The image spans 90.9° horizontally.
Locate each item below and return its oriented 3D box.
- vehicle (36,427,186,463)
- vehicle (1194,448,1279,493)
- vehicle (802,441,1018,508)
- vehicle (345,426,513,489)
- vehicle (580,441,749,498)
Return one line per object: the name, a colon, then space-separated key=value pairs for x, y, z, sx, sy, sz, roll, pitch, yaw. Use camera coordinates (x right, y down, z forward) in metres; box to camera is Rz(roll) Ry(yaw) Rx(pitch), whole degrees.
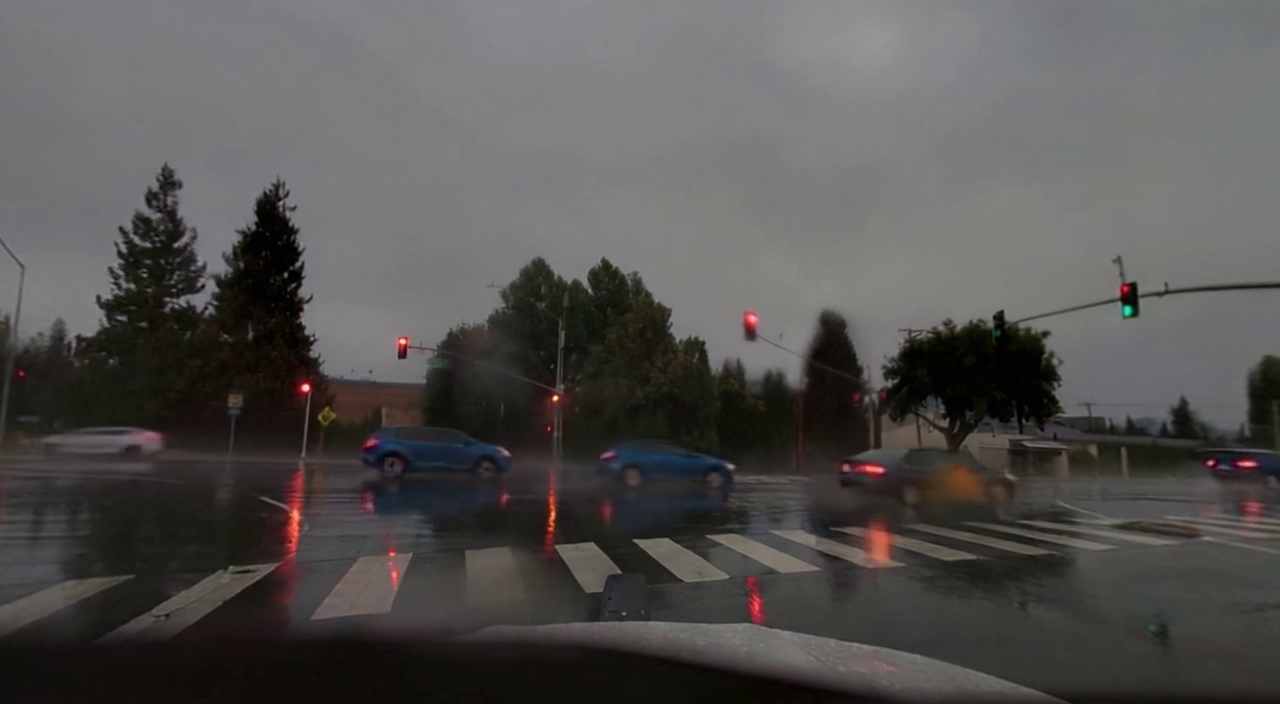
vehicle: x=-22.454 y=3.973 z=26.985 sx=4.431 sy=1.464 sz=1.812 roll=3 pitch=-9 yaw=-18
vehicle: x=26.000 y=4.914 z=26.442 sx=4.626 sy=1.710 sz=1.891 roll=3 pitch=-9 yaw=-18
vehicle: x=6.858 y=3.052 z=16.100 sx=4.952 sy=1.511 sz=1.855 roll=2 pitch=-9 yaw=-17
vehicle: x=-6.539 y=3.291 z=19.905 sx=4.708 sy=1.810 sz=1.986 roll=3 pitch=-9 yaw=-18
vehicle: x=0.675 y=3.328 z=18.242 sx=4.475 sy=1.496 sz=1.861 roll=3 pitch=-9 yaw=-17
